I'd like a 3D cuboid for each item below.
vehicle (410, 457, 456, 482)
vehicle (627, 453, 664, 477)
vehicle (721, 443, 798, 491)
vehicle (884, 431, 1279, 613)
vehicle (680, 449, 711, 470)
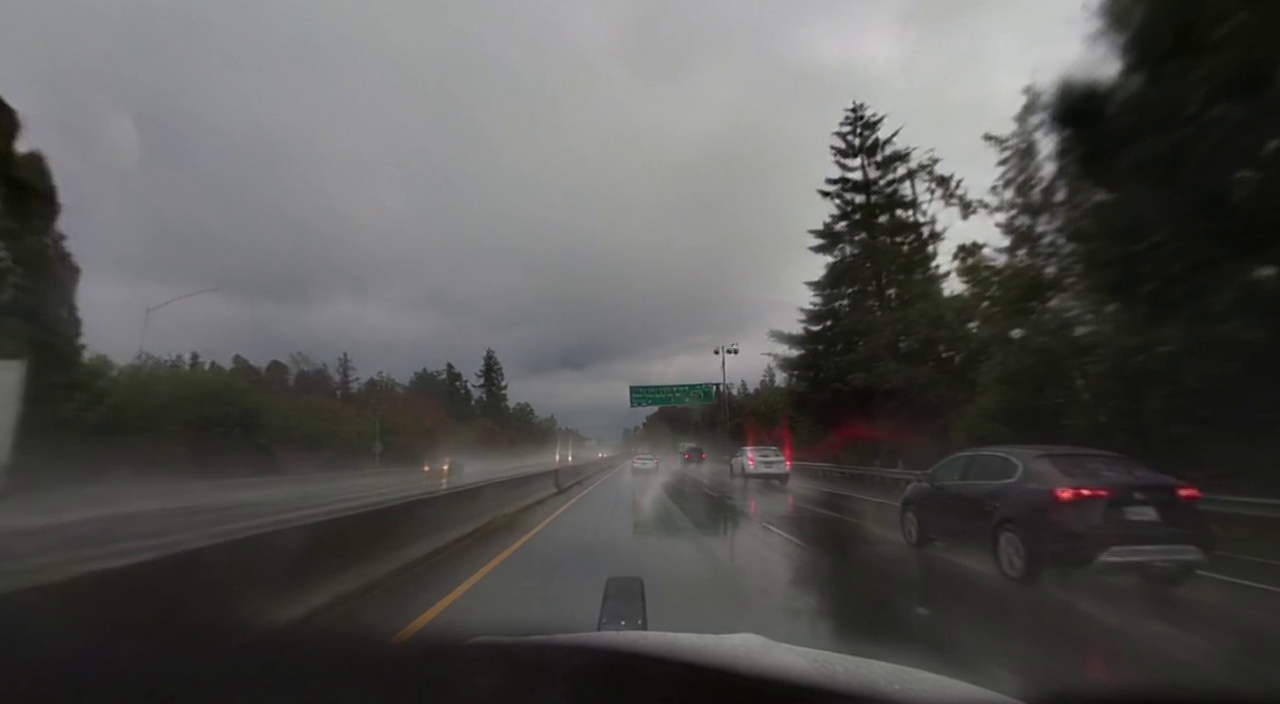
[{"bbox_3d":[-13.544,7.691,41.473,1.727,1.466,3.671,0,-9,1],"label":"vehicle"},{"bbox_3d":[0.314,6.515,36.584,2.012,1.320,3.777,0,-9,0],"label":"vehicle"},{"bbox_3d":[4.415,4.318,24.064,1.969,1.639,4.472,0,-9,-1],"label":"vehicle"},{"bbox_3d":[4.548,1.725,7.231,1.952,1.495,3.740,0,-9,-1],"label":"vehicle"},{"bbox_3d":[4.284,8.400,49.454,1.935,1.594,3.981,0,-9,-2],"label":"vehicle"}]
